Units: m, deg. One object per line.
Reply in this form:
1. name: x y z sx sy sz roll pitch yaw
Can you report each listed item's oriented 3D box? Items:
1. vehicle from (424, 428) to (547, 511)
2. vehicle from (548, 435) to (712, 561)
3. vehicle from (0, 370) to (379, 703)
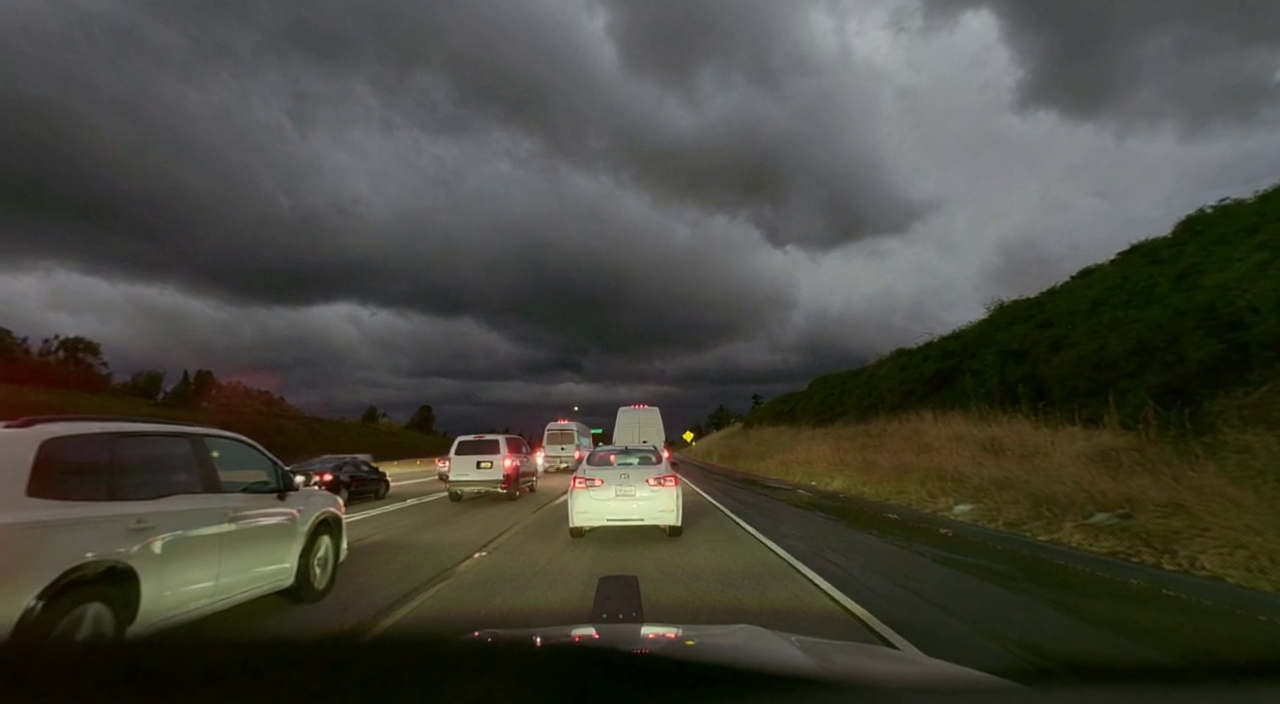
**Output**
1. vehicle: -3.964 3.108 17.139 2.055 1.913 4.584 -1 -9 2
2. vehicle: -0.129 2.047 9.441 1.995 1.495 3.380 0 -9 0
3. vehicle: -3.650 1.148 4.066 2.029 1.656 4.437 0 -9 0
